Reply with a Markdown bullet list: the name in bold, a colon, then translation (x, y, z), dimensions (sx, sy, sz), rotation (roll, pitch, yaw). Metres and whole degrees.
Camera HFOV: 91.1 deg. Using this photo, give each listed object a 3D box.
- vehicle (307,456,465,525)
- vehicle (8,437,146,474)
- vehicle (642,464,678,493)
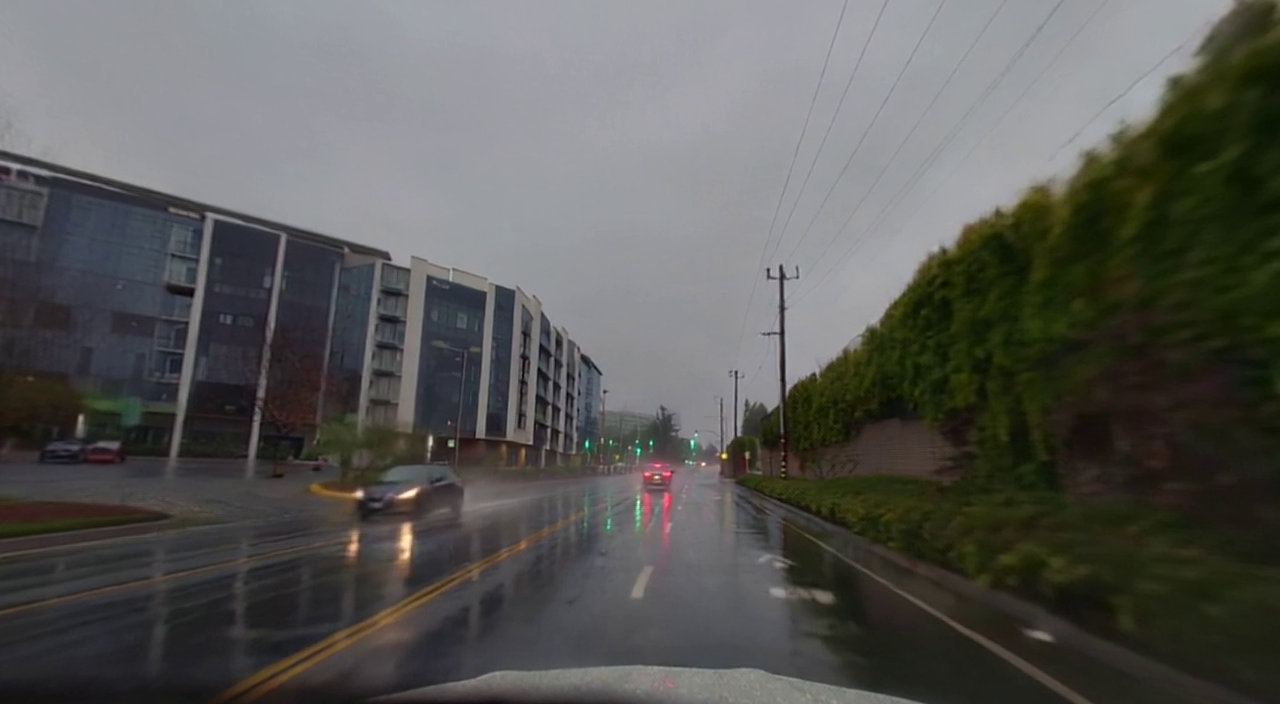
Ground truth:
- **vehicle**: translation (-6.365, 3.551, 16.492), dimensions (1.979, 1.499, 4.666), rotation (0, -10, 3)
- **vehicle**: translation (-31.999, 5.978, 35.914), dimensions (2.033, 1.959, 5.294), rotation (-4, -11, 24)
- **vehicle**: translation (1.290, 7.802, 38.935), dimensions (2.067, 1.629, 3.858), rotation (0, -10, 4)
